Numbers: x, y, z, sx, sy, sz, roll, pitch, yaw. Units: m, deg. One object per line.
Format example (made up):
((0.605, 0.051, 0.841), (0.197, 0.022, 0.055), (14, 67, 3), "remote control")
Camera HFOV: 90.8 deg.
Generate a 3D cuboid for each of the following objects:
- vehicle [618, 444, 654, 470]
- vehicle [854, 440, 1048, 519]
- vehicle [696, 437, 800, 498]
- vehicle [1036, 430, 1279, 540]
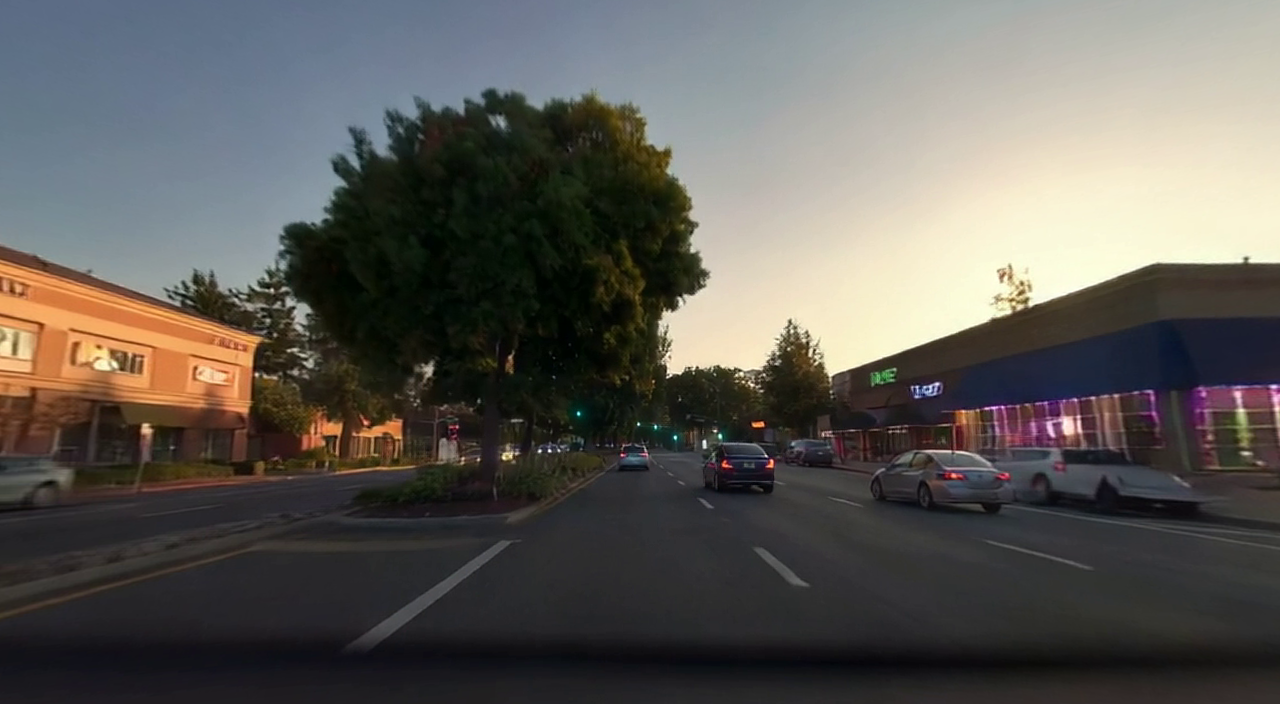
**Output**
((-0.249, 6.303, 38.304), (2.052, 1.461, 4.324), (0, -8, 0), "vehicle")
((6.634, 2.740, 14.186), (1.952, 1.449, 4.544), (0, -8, -1), "vehicle")
((2.974, 3.297, 18.502), (2.072, 1.545, 4.578), (0, -8, -2), "vehicle")
((10.505, 2.479, 12.524), (2.057, 1.748, 4.673), (0, -8, -3), "vehicle")
